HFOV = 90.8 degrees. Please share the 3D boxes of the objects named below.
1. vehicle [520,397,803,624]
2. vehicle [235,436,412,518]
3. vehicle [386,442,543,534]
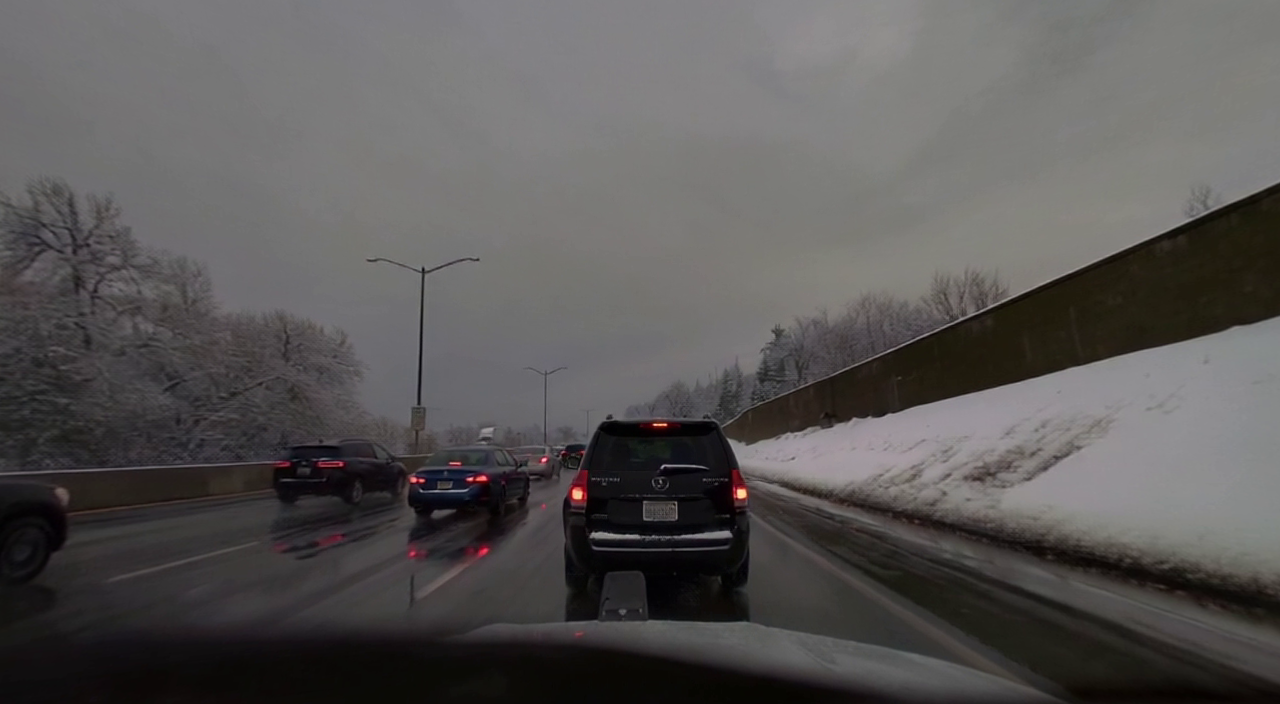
[{"bbox_3d":[0.129,1.647,7.670,2.210,1.760,5.303,0,-9,-1],"label":"vehicle"},{"bbox_3d":[-7.506,2.981,15.602,1.986,1.700,4.558,0,-9,0],"label":"vehicle"},{"bbox_3d":[-3.234,2.574,12.535,1.917,1.506,3.949,0,-9,1],"label":"vehicle"}]
